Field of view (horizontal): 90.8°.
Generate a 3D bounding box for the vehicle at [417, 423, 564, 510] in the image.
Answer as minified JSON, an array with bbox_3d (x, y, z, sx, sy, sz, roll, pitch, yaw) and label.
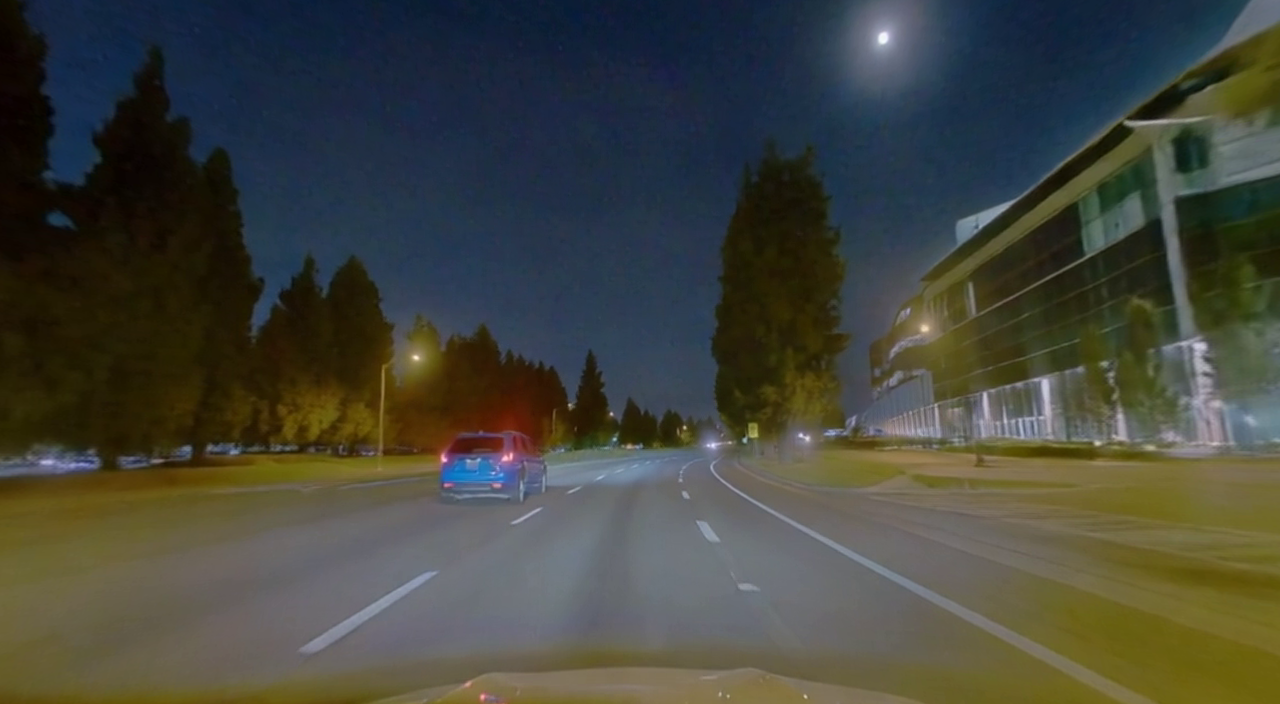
[{"bbox_3d":[-3.248,2.607,14.826,2.121,1.724,4.392,0,-9,3],"label":"vehicle"}]
